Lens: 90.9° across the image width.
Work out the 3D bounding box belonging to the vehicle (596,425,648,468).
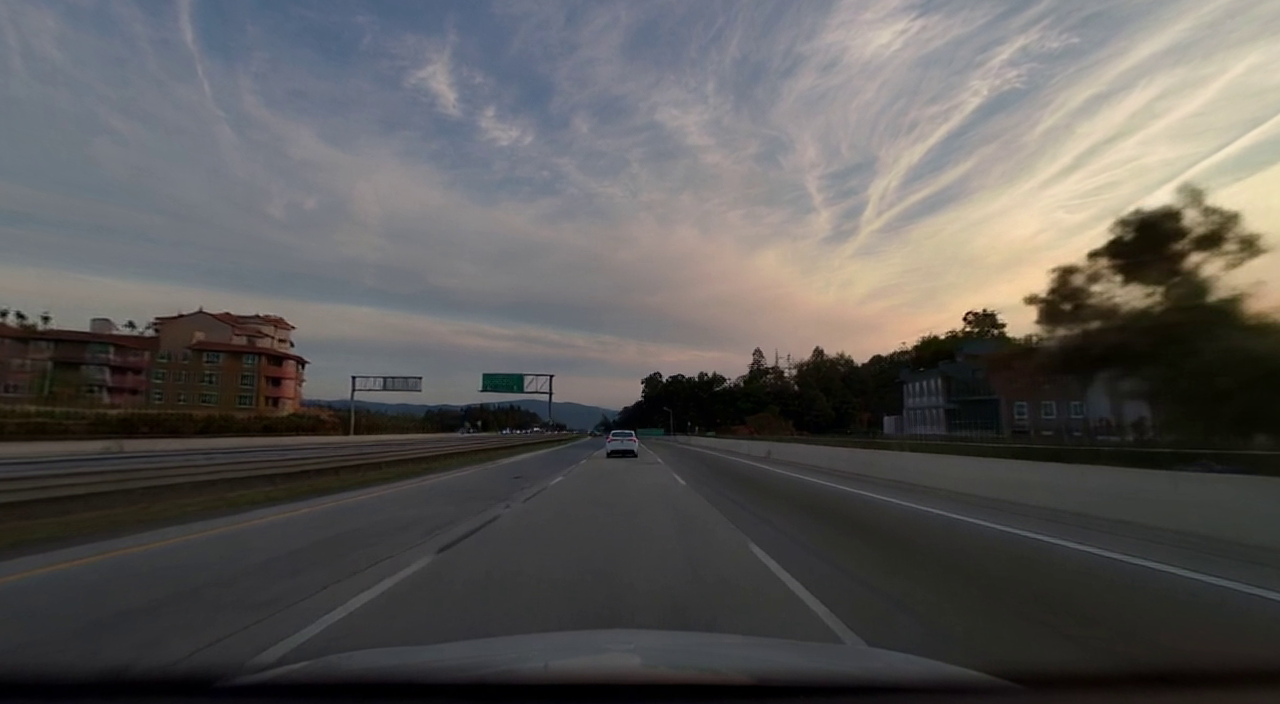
[{"bbox_3d":[-0.737,3.899,26.126,2.020,1.633,3.942,0,-8,-1],"label":"vehicle"}]
